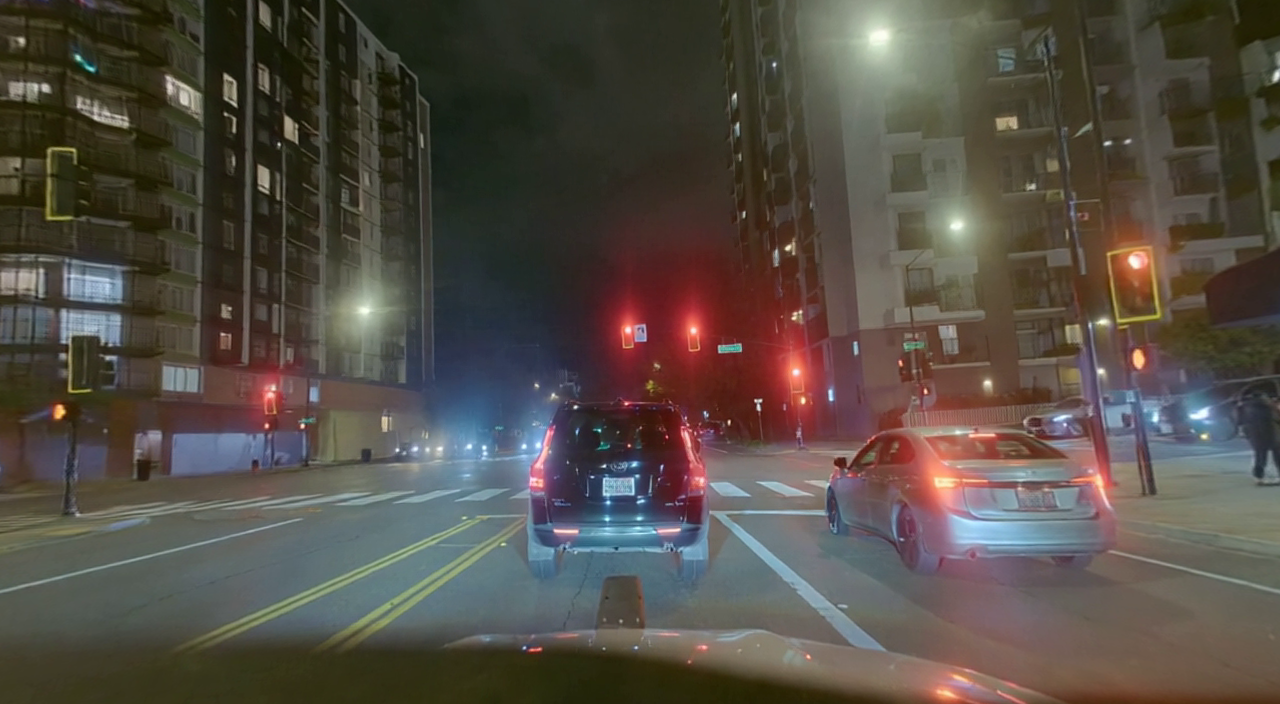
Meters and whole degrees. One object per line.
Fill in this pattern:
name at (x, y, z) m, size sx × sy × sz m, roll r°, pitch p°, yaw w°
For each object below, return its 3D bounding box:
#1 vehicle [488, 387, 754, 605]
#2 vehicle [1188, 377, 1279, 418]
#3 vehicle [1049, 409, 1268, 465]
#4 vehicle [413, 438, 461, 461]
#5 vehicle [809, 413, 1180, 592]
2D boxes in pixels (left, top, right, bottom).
vehicle at (-0.145, 1.483, 7.321) m, size 2.168 × 1.776 × 4.135 m, roll 0°, pitch -8°, yaw 0°
vehicle at (26.569, 1.977, 27.168) m, size 4.287 × 1.639 × 1.729 m, roll 0°, pitch -8°, yaw 1°
vehicle at (14.273, 2.378, 17.612) m, size 4.354 × 1.466 × 1.863 m, roll -1°, pitch -8°, yaw 2°
vehicle at (-15.943, 7.685, 49.851) m, size 2.132 × 1.710 × 4.504 m, roll 0°, pitch -8°, yaw 2°
vehicle at (3.699, 1.648, 7.816) m, size 1.987 × 1.538 × 4.510 m, roll 0°, pitch -8°, yaw 1°
